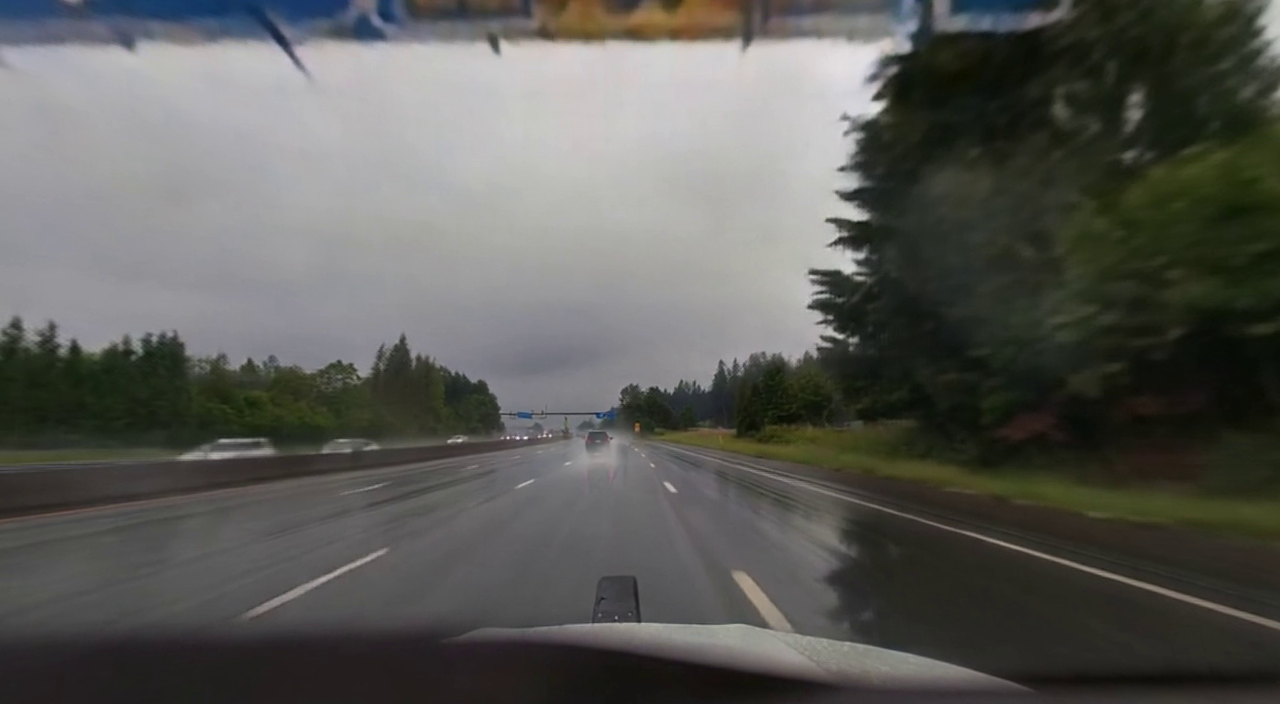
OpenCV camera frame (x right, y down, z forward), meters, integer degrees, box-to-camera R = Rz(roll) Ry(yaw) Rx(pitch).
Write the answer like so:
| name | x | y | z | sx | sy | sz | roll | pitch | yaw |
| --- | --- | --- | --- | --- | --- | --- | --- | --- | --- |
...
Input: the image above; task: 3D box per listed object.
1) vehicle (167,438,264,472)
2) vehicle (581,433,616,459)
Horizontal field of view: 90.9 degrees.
| name | x | y | z | sx | sy | sz | roll | pitch | yaw |
| --- | --- | --- | --- | --- | --- | --- | --- | --- | --- |
| vehicle | -20.170 | 4.876 | 30.185 | 1.779 | 1.493 | 4.198 | 0 | -8 | -1 |
| vehicle | -2.455 | 5.604 | 37.808 | 2.000 | 1.491 | 3.913 | 0 | -8 | -3 |
